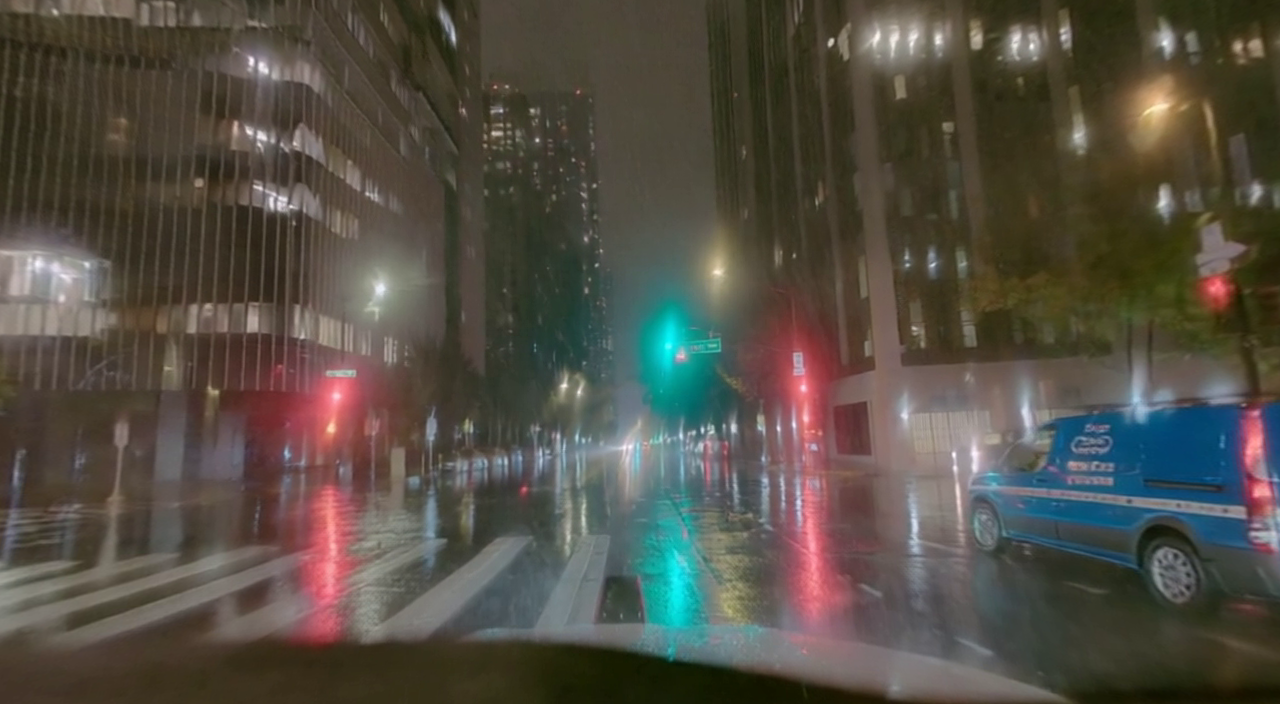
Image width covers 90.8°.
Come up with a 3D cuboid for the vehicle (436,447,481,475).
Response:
[{"bbox_3d":[-12.414,7.451,43.419,1.935,1.639,4.244,-3,-8,-2],"label":"vehicle"}]

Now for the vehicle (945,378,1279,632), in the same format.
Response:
[{"bbox_3d":[5.595,1.435,6.896,2.070,1.804,4.881,0,-8,0],"label":"vehicle"}]
